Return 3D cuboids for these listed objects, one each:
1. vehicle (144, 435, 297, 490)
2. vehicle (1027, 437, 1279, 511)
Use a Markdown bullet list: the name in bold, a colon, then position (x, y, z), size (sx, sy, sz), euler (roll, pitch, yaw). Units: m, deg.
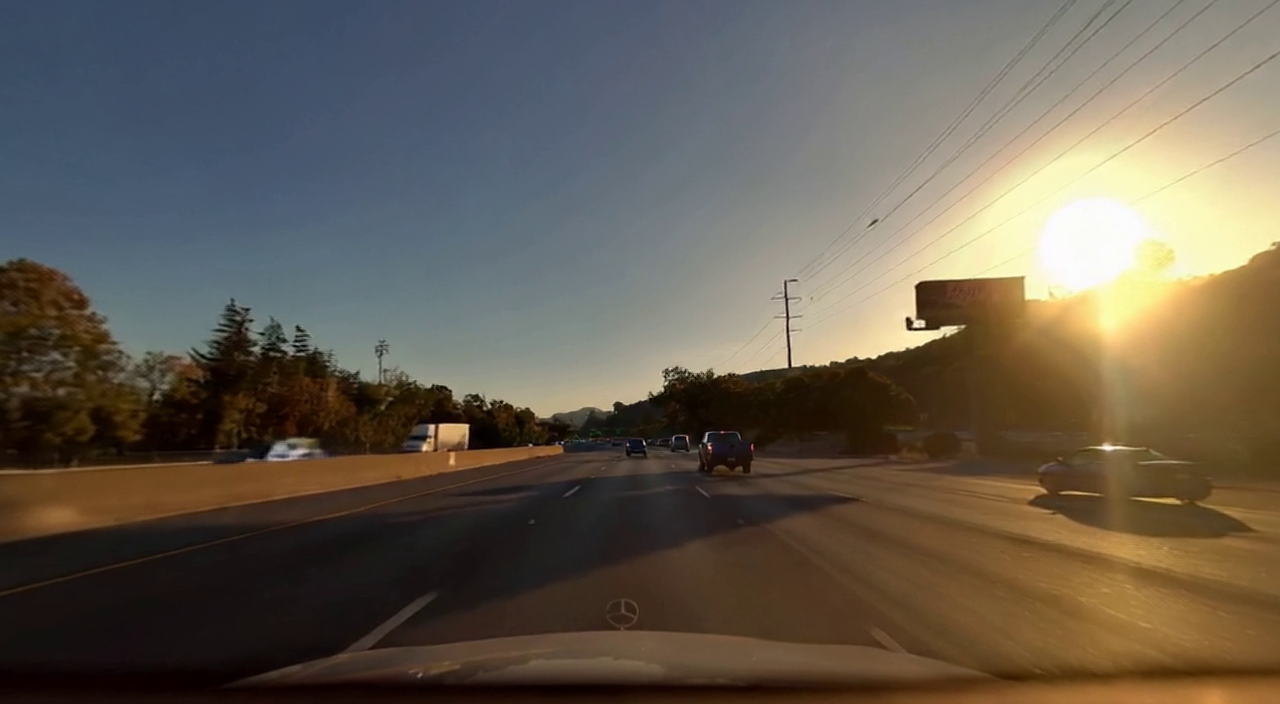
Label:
- **vehicle**: position (-13.421, 3.543, 20.552), size (1.928, 1.574, 4.428), euler (0, -9, 0)
- **vehicle**: position (11.718, 2.790, 14.953), size (2.076, 1.470, 4.644), euler (0, -9, 0)
